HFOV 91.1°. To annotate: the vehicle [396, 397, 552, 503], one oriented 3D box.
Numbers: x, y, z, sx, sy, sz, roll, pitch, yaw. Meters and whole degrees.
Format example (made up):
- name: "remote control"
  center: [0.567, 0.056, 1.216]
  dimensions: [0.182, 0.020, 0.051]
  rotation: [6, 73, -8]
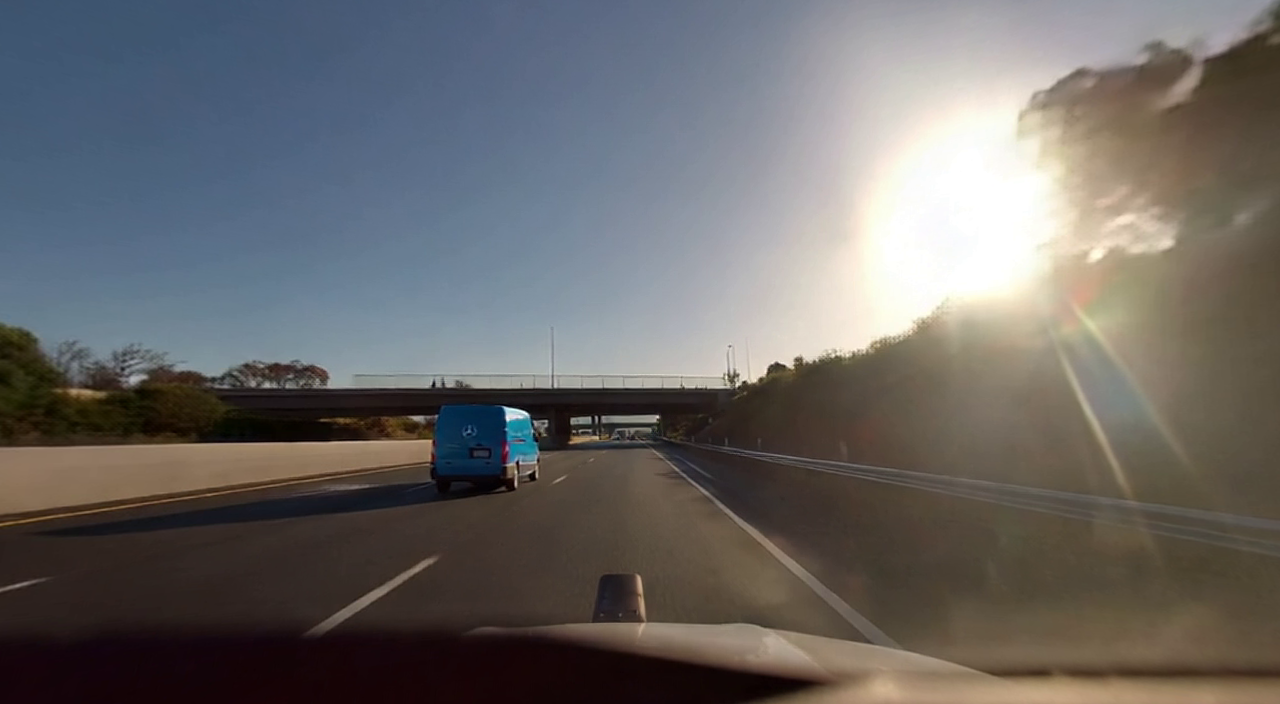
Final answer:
- name: "vehicle"
  center: [-3.575, 2.229, 14.704]
  dimensions: [2.309, 2.053, 4.884]
  rotation: [0, -8, 0]
